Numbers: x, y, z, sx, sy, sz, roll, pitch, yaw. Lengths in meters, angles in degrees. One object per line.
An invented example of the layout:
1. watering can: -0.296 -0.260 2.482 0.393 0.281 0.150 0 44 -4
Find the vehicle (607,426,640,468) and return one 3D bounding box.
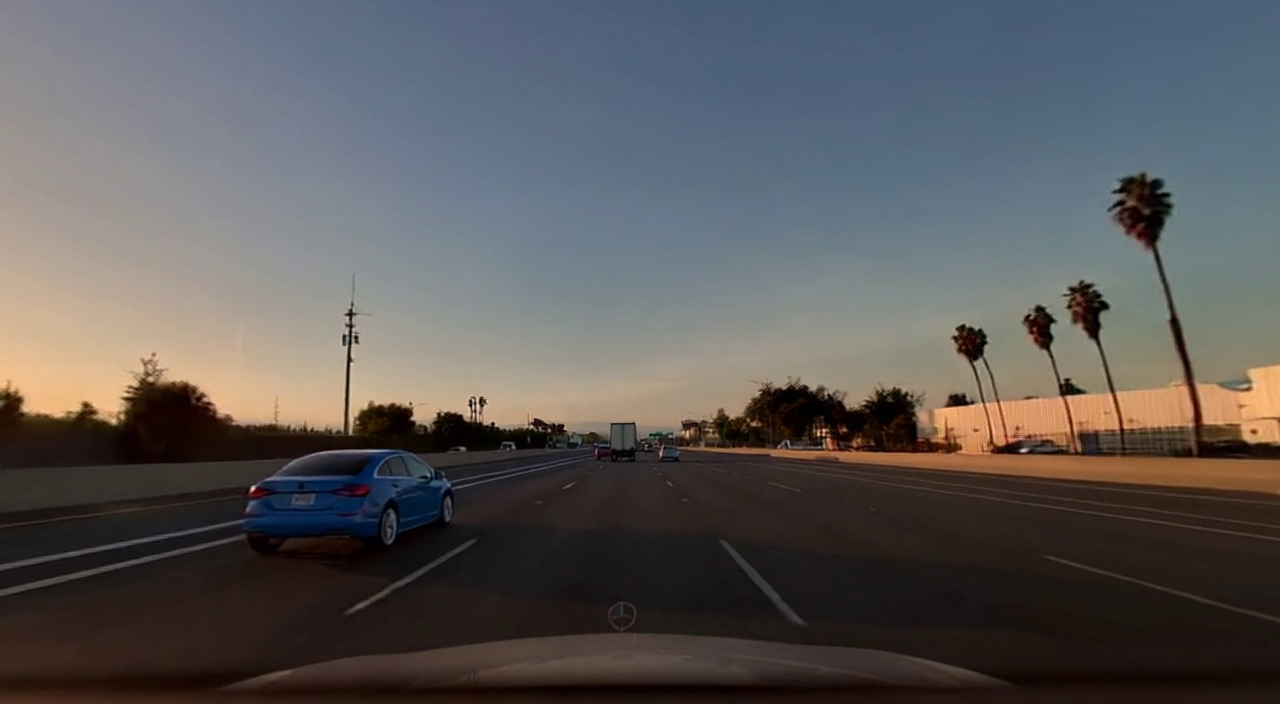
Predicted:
1. vehicle: -1.252 7.275 48.439 2.364 2.953 6.495 0 -9 -2

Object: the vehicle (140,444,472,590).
1. vehicle: -3.931 1.981 8.531 2.097 1.447 4.291 0 -9 1
